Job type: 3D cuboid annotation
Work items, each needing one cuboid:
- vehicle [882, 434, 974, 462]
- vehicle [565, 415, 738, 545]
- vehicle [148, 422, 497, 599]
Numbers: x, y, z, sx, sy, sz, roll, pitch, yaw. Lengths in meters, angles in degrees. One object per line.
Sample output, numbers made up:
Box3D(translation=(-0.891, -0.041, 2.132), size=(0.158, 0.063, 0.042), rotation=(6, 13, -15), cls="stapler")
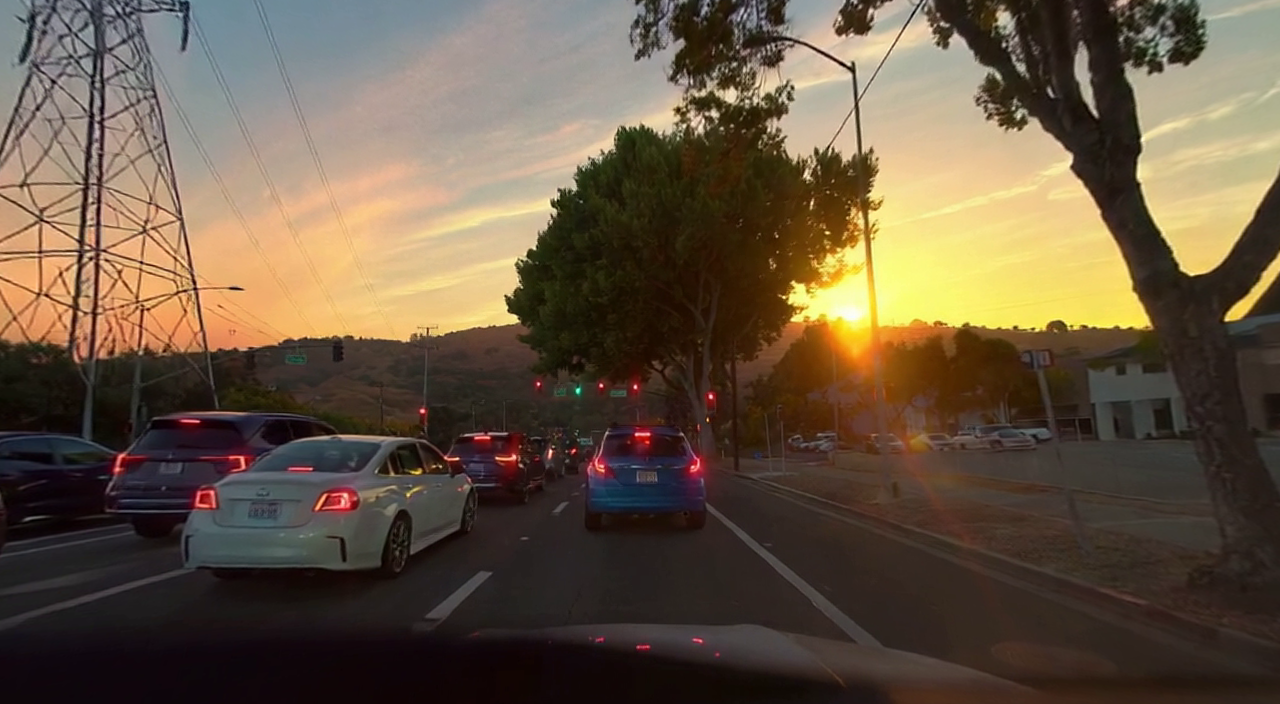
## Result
Box3D(translation=(15.077, 5.036, 33.171), size=(3.858, 1.437, 1.899), rotation=(1, -8, -5), cls="vehicle")
Box3D(translation=(0.092, 1.966, 10.359), size=(2.239, 1.661, 4.224), rotation=(0, -8, -2), cls="vehicle")
Box3D(translation=(-3.181, 1.663, 7.610), size=(1.973, 1.469, 4.448), rotation=(0, -8, -1), cls="vehicle")
